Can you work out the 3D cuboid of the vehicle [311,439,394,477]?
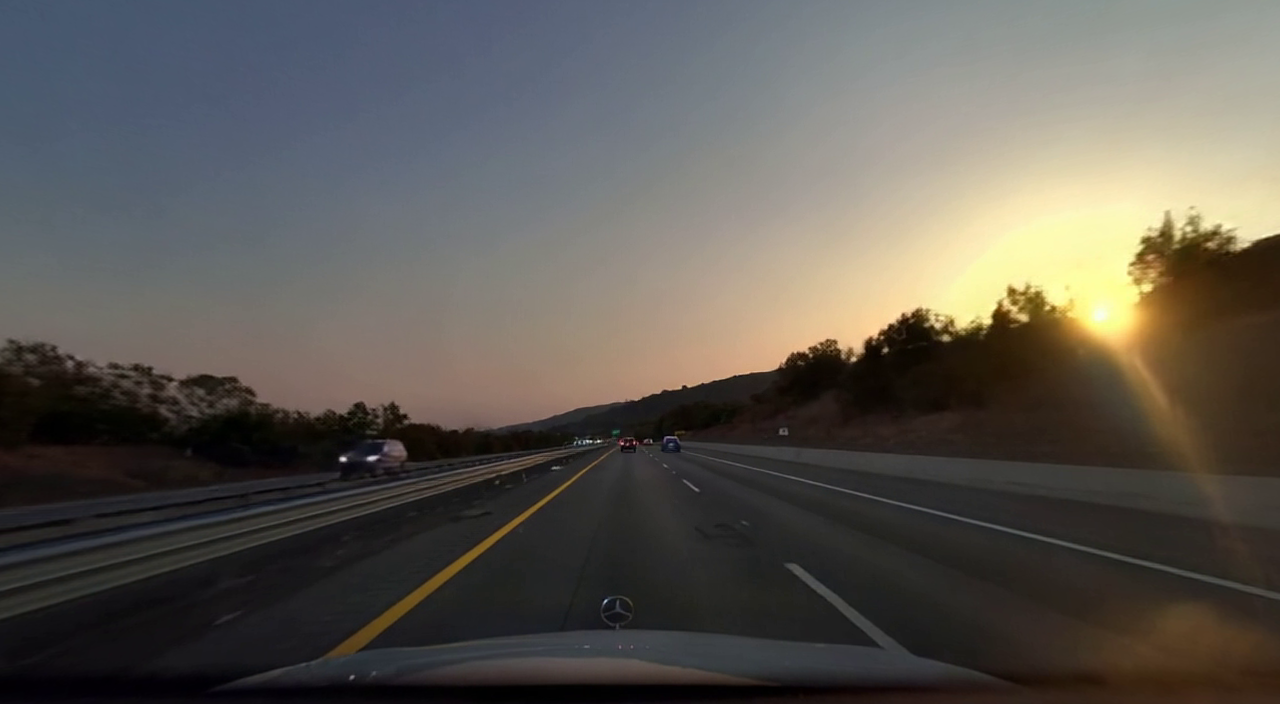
[{"bbox_3d":[-13.704,5.039,30.355,1.939,1.662,4.341,0,-8,-1],"label":"vehicle"}]
